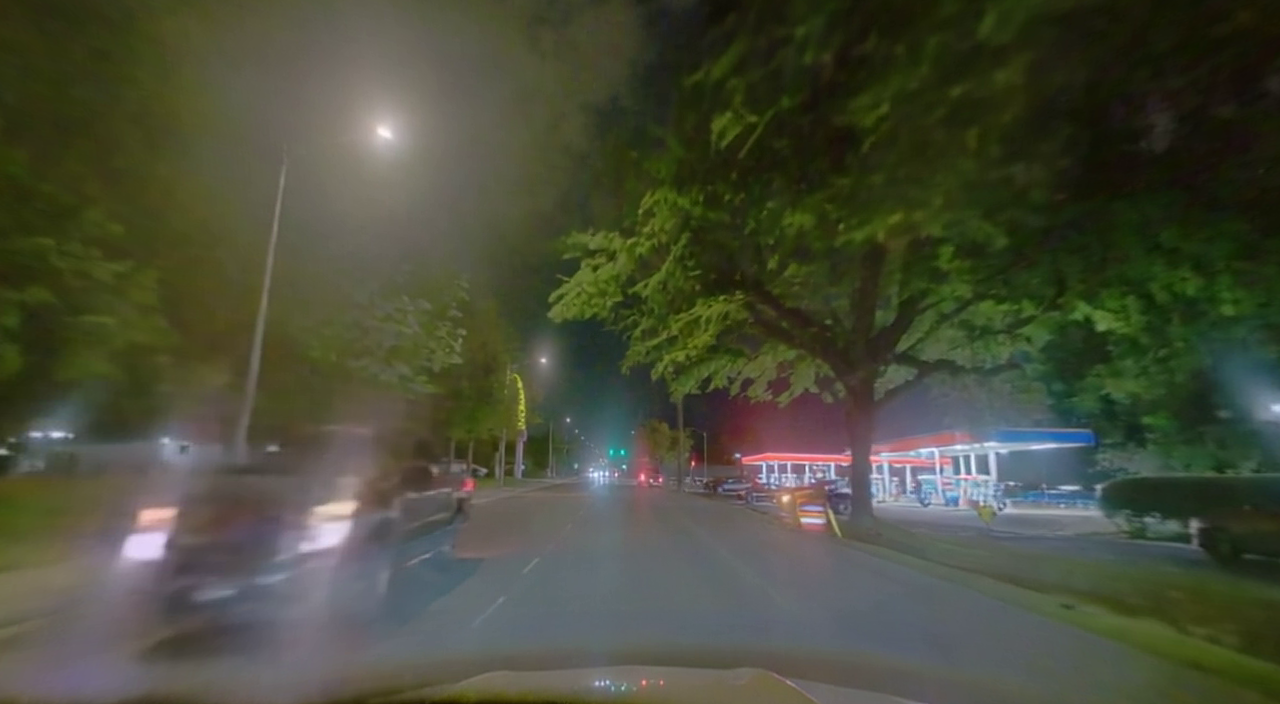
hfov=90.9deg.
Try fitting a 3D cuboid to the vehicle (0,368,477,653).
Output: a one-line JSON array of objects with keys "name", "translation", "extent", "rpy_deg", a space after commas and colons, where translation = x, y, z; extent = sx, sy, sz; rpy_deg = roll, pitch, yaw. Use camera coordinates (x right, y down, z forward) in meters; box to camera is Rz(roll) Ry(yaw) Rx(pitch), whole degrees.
[{"name": "vehicle", "translation": [-3.440, 1.504, 6.784], "extent": [2.165, 1.889, 4.825], "rpy_deg": [2, -10, -2]}]

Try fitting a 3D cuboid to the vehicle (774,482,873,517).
[{"name": "vehicle", "translation": [9.022, 7.285, 31.225], "extent": [4.316, 1.462, 1.921], "rpy_deg": [2, -10, -4]}]
